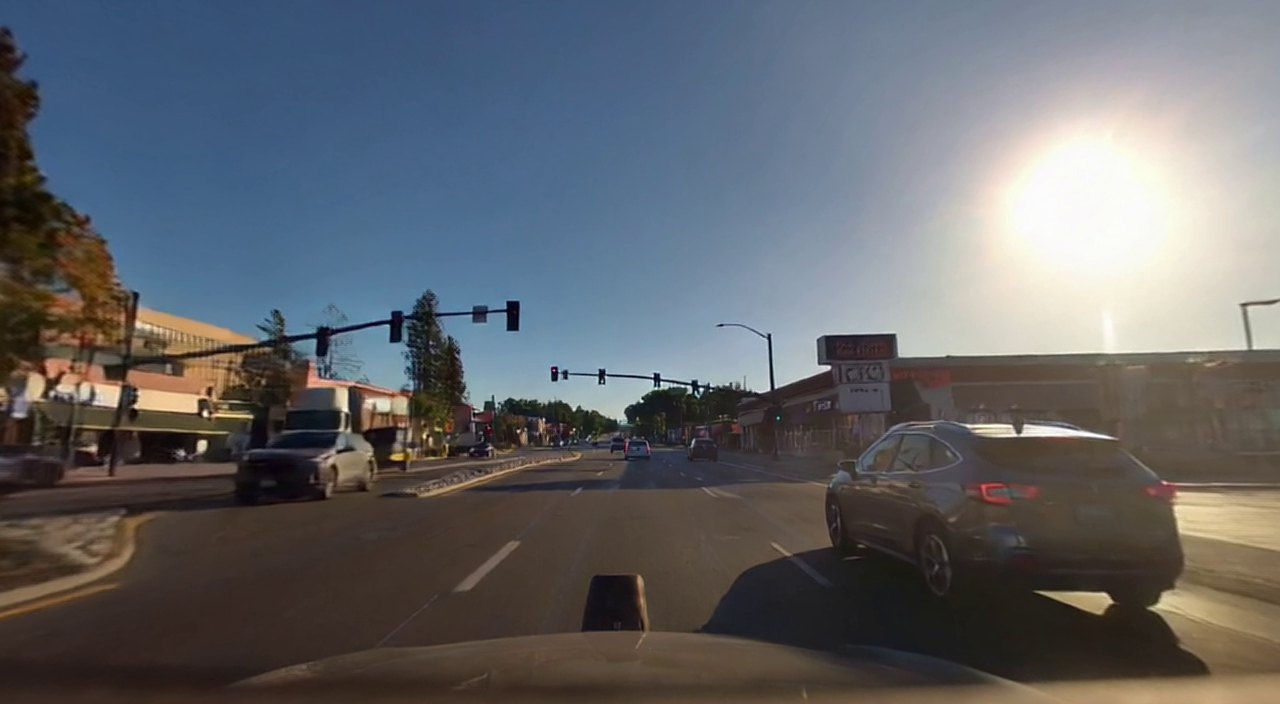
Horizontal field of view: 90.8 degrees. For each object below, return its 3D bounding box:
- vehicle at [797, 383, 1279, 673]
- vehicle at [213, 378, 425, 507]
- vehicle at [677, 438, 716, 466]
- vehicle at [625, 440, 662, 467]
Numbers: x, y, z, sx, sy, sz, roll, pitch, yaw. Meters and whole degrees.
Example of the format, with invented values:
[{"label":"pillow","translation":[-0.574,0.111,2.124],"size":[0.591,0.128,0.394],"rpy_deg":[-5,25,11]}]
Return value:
[{"label":"vehicle","translation":[3.057,1.352,5.960],"size":[1.969,1.682,4.387],"rpy_deg":[0,-9,0]},{"label":"vehicle","translation":[-7.309,2.210,15.411],"size":[2.334,2.525,5.893],"rpy_deg":[0,-9,-4]},{"label":"vehicle","translation":[3.544,6.359,40.218],"size":[2.085,1.668,4.077],"rpy_deg":[0,-9,-1]},{"label":"vehicle","translation":[0.130,5.962,37.203],"size":[2.023,1.532,3.891],"rpy_deg":[0,-9,-2]}]
